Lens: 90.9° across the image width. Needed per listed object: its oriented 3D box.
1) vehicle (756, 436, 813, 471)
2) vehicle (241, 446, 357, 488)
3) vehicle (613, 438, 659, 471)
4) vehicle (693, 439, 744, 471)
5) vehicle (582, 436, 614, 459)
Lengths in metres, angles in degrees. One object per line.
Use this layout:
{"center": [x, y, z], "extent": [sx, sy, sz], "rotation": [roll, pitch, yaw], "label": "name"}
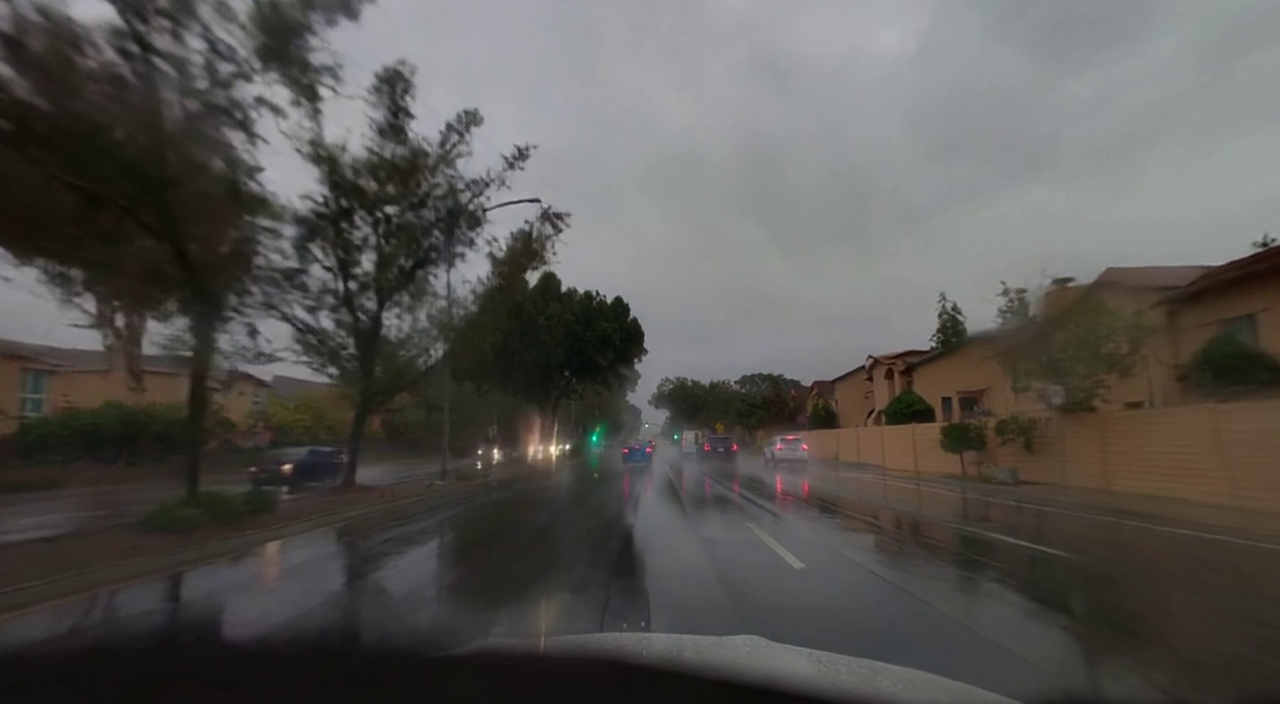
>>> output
{"center": [7.595, 5.375, 33.503], "extent": [1.972, 1.700, 4.269], "rotation": [0, -8, 0], "label": "vehicle"}
{"center": [-13.561, 4.576, 25.477], "extent": [1.990, 1.481, 4.677], "rotation": [0, -8, 1], "label": "vehicle"}
{"center": [-0.156, 5.029, 31.078], "extent": [2.102, 1.481, 3.907], "rotation": [0, -8, 1], "label": "vehicle"}
{"center": [3.941, 5.243, 32.330], "extent": [2.067, 1.514, 4.188], "rotation": [0, -8, 0], "label": "vehicle"}
{"center": [-3.209, 7.368, 48.575], "extent": [2.031, 1.705, 4.325], "rotation": [0, -8, 1], "label": "vehicle"}
